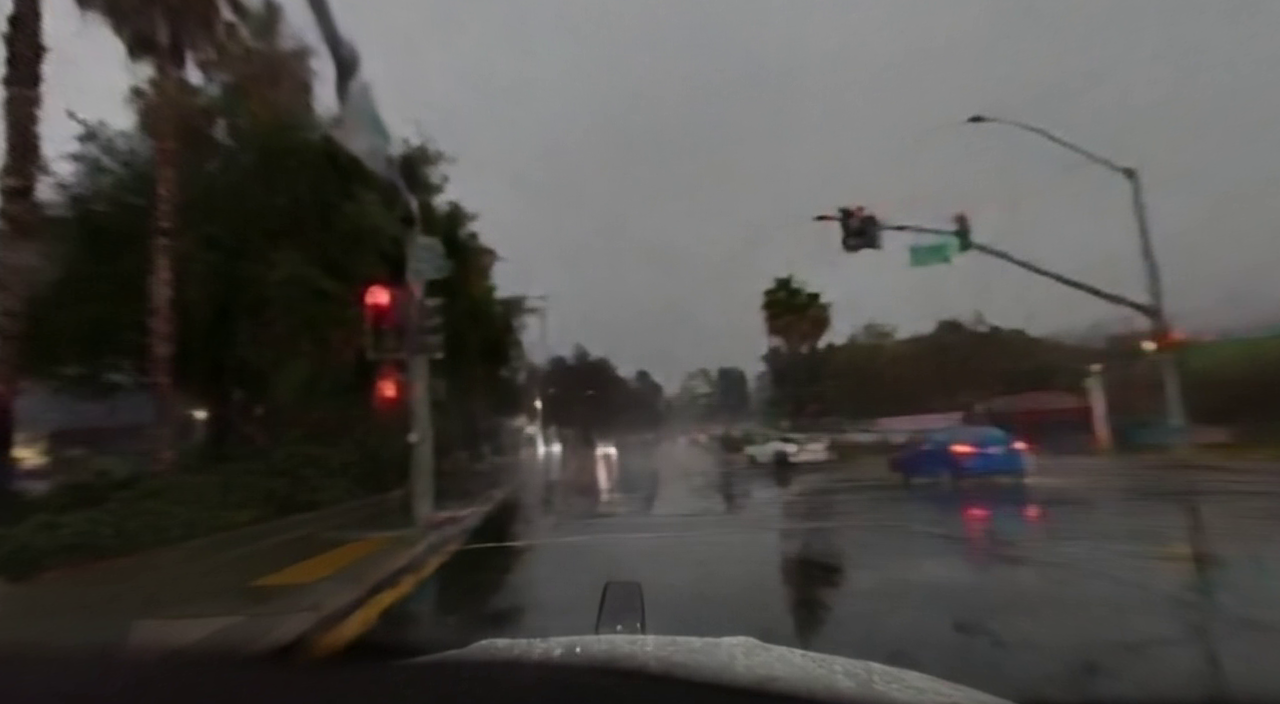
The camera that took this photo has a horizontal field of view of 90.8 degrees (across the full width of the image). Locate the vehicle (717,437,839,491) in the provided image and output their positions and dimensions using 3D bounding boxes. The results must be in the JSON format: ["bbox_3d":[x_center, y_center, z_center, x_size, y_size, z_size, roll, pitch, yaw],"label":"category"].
[{"bbox_3d":[4.277,3.570,20.523,2.068,1.509,4.687,1,-9,-12],"label":"vehicle"}]

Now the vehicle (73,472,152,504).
[{"bbox_3d":[-29.404,7.541,35.348,1.787,1.464,3.877,-1,-9,-14],"label":"vehicle"}]

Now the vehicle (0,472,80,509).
[{"bbox_3d":[-32.640,7.338,33.742,1.992,1.533,4.178,4,-8,-10],"label":"vehicle"}]

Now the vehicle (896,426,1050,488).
[{"bbox_3d":[8.872,2.851,17.331,2.089,1.471,4.206,-1,-9,3],"label":"vehicle"}]

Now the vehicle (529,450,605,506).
[{"bbox_3d":[-2.471,3.943,20.299,1.951,1.546,4.597,1,-9,-12],"label":"vehicle"}]

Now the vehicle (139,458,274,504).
[{"bbox_3d":[-18.038,5.343,26.433,4.286,1.569,2.068,0,-4,6],"label":"vehicle"}]
